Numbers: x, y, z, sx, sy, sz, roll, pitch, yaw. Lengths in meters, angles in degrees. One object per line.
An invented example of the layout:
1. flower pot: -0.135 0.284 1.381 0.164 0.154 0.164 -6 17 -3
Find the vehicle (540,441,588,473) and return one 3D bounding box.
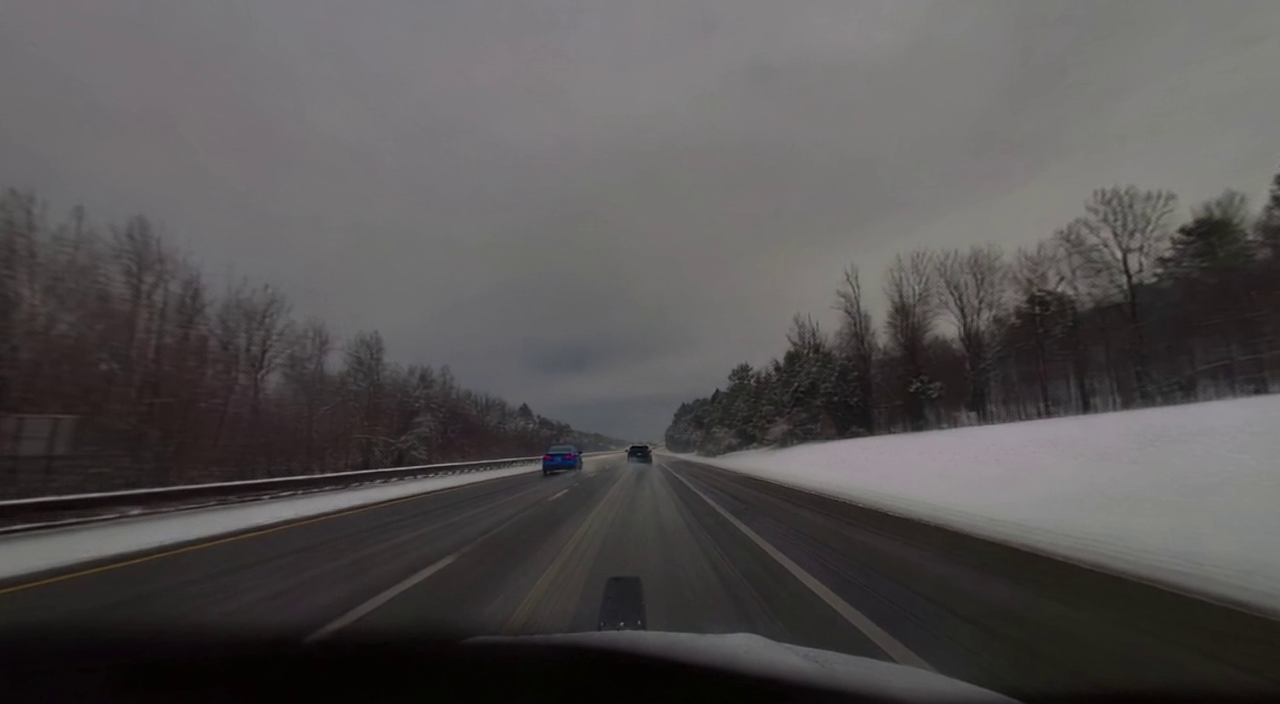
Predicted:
1. vehicle: -4.200 5.888 35.406 2.113 1.656 4.215 0 -9 0

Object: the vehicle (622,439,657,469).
1. vehicle: -0.035 6.514 40.252 2.126 1.786 3.958 0 -9 0
